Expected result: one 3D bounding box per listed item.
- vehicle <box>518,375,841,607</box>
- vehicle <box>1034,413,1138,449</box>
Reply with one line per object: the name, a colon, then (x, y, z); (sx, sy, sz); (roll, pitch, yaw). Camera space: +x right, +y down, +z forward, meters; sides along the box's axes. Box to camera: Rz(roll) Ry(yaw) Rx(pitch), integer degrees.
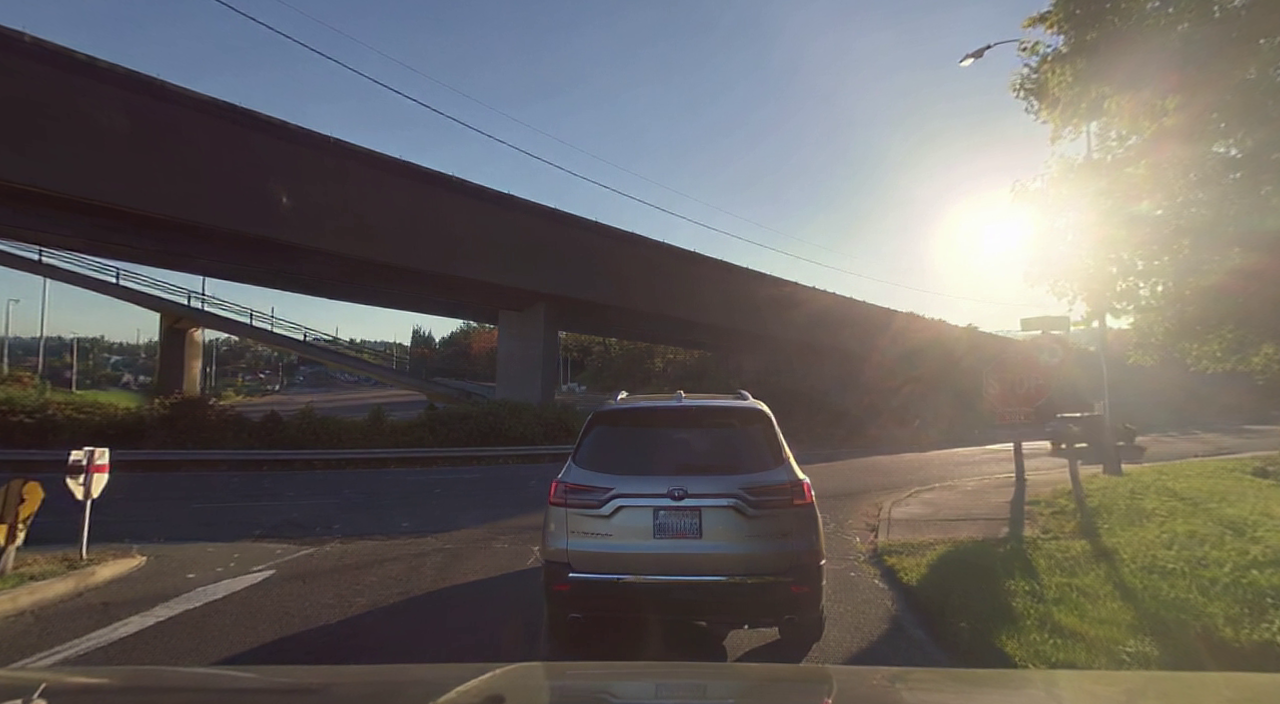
vehicle: (0.310, 1.404, 7.151); (2.494, 1.804, 4.336); (0, -9, 0)
vehicle: (22.207, 3.972, 31.395); (5.060, 1.648, 2.038); (4, -10, -28)
